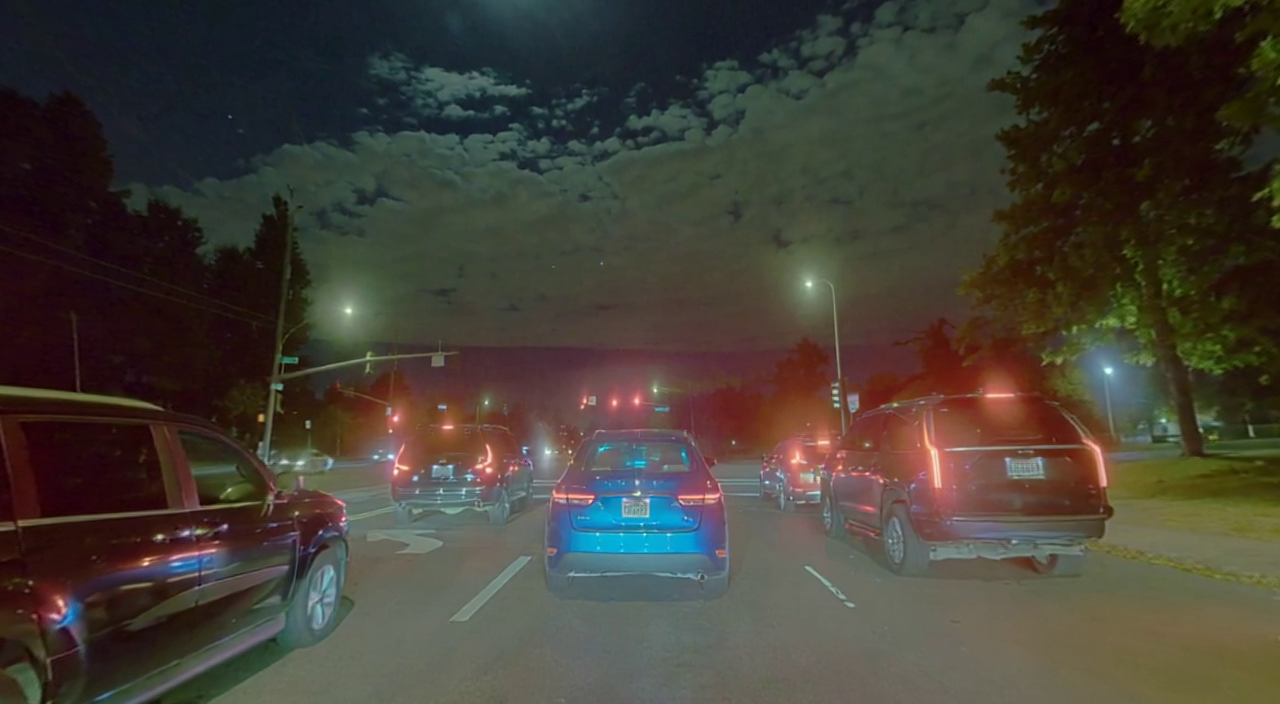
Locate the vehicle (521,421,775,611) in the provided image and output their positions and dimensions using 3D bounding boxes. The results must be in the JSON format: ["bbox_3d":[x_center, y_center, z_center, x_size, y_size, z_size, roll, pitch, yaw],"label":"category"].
[{"bbox_3d":[0.029,1.598,7.062,2.021,1.490,3.948,0,-8,-1],"label":"vehicle"}]

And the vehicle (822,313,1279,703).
[{"bbox_3d":[3.224,1.100,4.733,2.141,1.833,4.704,0,-8,-2],"label":"vehicle"}]

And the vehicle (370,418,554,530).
[{"bbox_3d":[-3.176,2.297,12.449,2.117,1.772,4.619,0,-8,2],"label":"vehicle"}]

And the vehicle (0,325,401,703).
[{"bbox_3d":[-3.116,0.955,3.297,1.982,1.721,4.261,0,-8,1],"label":"vehicle"}]
